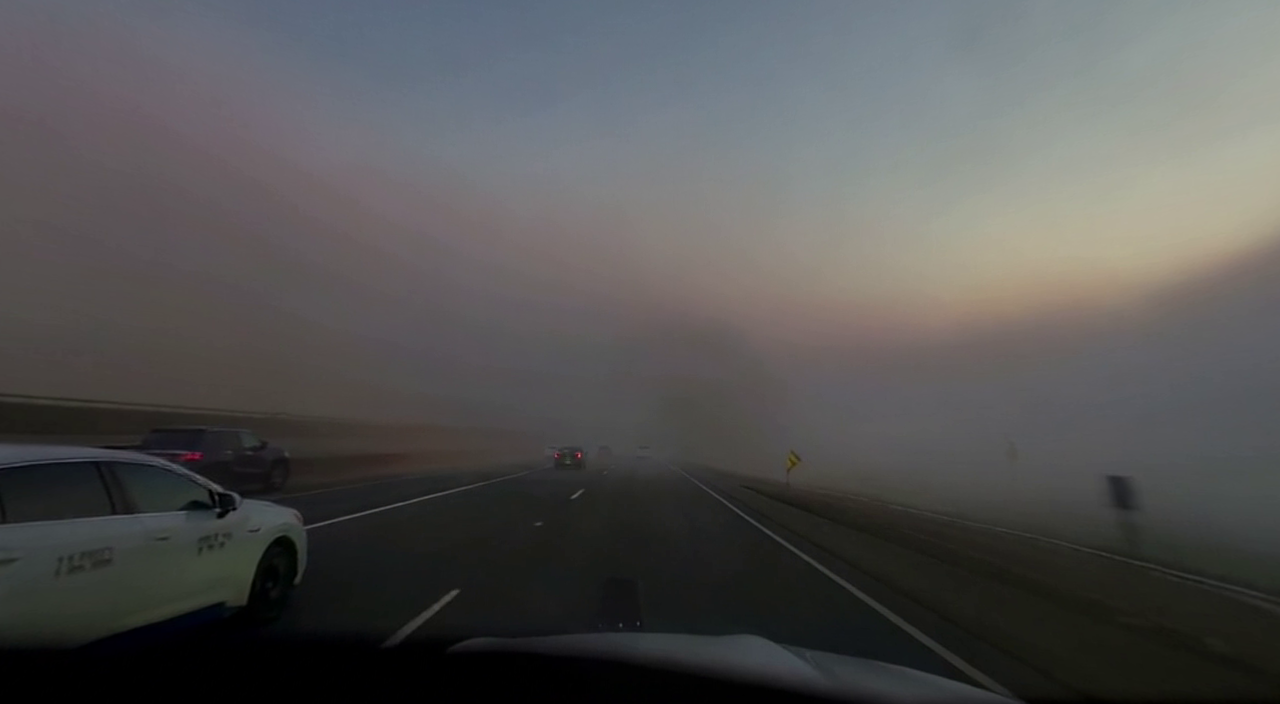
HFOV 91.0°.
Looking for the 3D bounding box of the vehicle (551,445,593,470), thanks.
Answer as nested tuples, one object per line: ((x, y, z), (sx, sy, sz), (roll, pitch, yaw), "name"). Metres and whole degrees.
((-4.094, 6.439, 38.604), (2.120, 1.458, 4.031), (0, -9, 0), "vehicle")

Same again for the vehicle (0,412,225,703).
((-3.837, 0.900, 2.003), (1.965, 1.485, 4.460), (0, -9, 0), "vehicle")
